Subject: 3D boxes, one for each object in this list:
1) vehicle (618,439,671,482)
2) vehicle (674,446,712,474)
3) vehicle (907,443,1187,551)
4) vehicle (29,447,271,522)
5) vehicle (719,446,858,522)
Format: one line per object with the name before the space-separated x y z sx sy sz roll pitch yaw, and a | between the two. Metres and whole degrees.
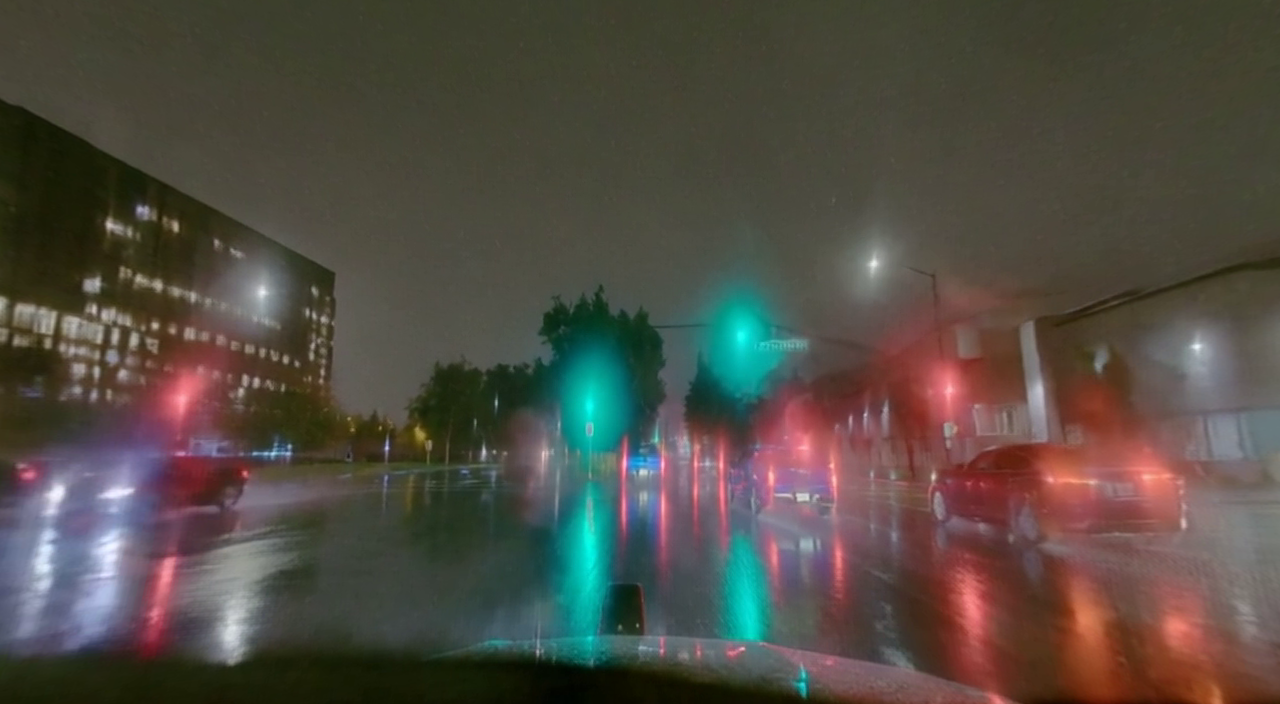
vehicle | 0.221 5.182 30.412 2.344 1.883 4.572 0 -8 0
vehicle | 3.405 7.037 41.391 2.013 1.742 4.424 0 -8 -1
vehicle | 6.574 2.337 11.025 1.855 1.469 4.598 0 -8 1
vehicle | -11.230 3.013 15.057 1.989 1.459 4.667 0 -8 0
vehicle | 3.203 2.917 14.655 2.057 1.463 4.365 0 -8 -1
